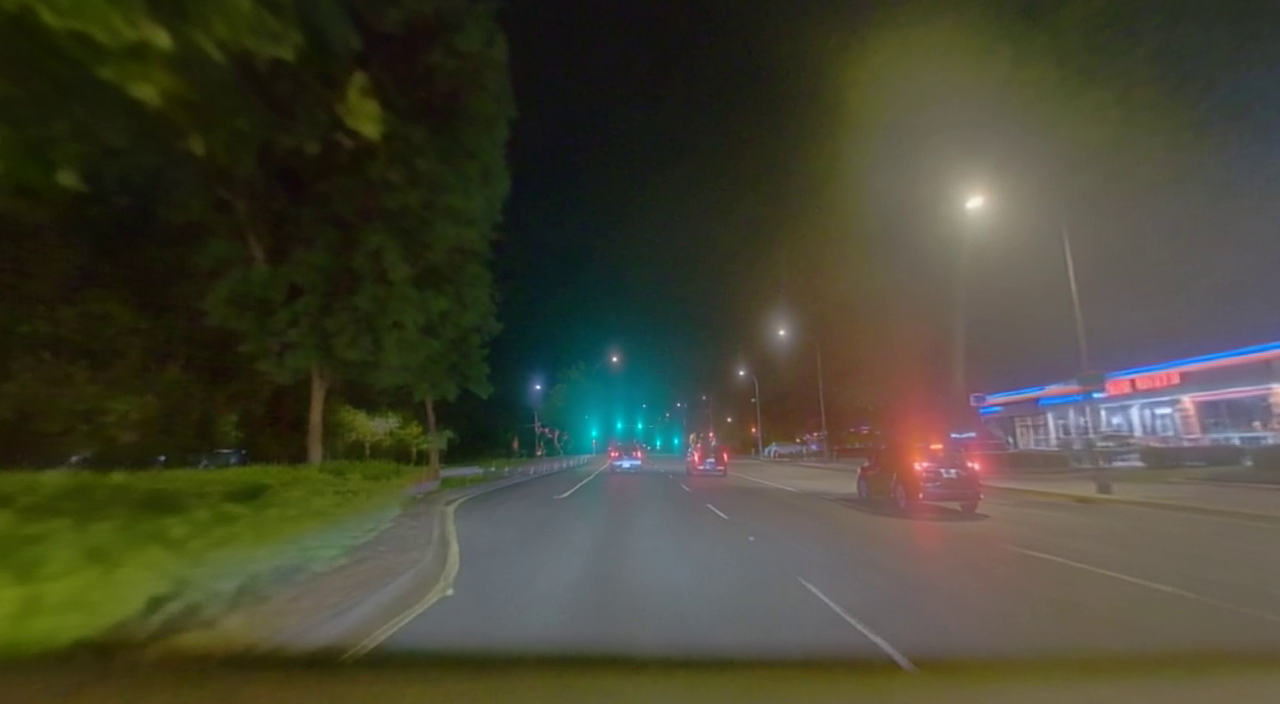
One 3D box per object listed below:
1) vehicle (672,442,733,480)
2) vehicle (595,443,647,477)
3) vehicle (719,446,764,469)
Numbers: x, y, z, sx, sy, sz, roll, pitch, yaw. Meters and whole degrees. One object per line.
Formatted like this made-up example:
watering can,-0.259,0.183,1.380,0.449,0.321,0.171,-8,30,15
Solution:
vehicle,2.612,4.718,27.669,2.057,1.491,4.675,0,-9,-2
vehicle,-0.859,5.003,29.521,2.242,1.474,4.127,0,-9,-1
vehicle,6.337,6.640,39.997,2.068,1.393,3.874,0,-9,-2
